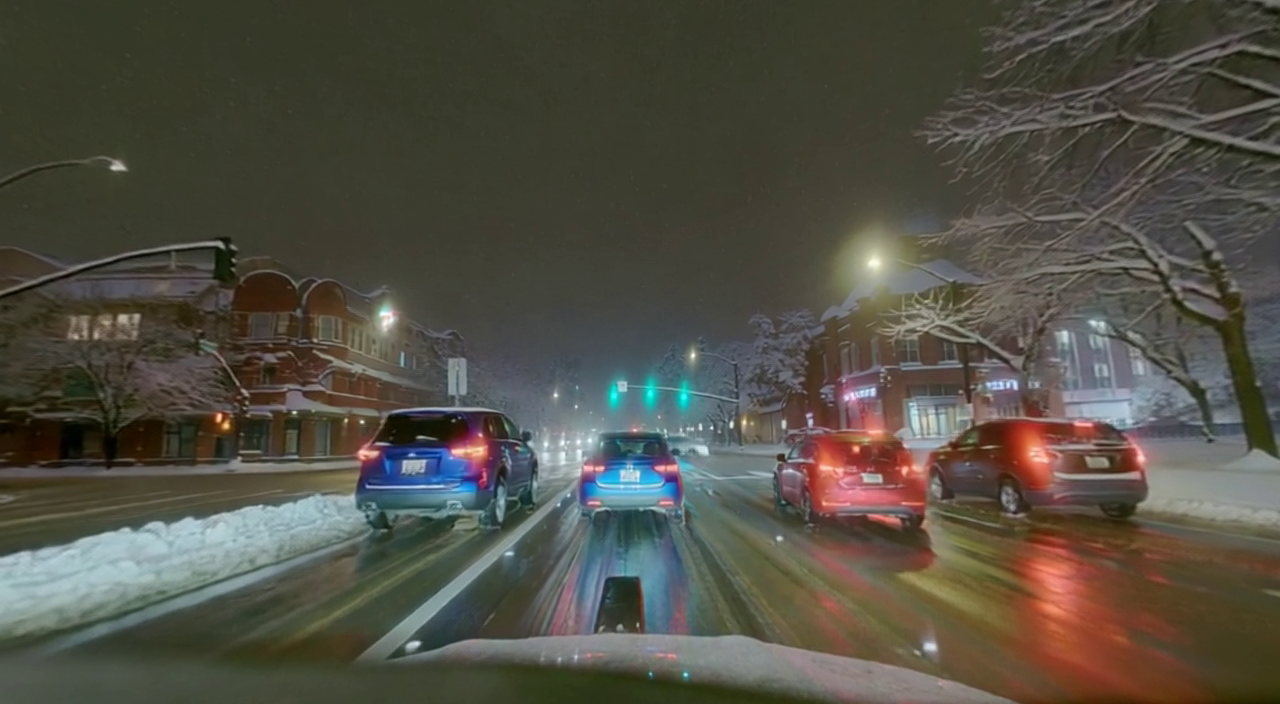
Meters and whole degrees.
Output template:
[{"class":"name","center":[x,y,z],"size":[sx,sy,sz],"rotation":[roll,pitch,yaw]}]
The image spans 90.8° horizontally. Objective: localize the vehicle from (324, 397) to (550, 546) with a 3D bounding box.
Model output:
[{"class":"vehicle","center":[-2.849,1.818,10.231],"size":[2.064,1.825,4.760],"rotation":[0,-8,0]}]

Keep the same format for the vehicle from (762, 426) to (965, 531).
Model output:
[{"class":"vehicle","center":[3.602,2.114,11.207],"size":[1.861,1.473,4.393],"rotation":[0,-8,-2]}]

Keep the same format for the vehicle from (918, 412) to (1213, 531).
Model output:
[{"class":"vehicle","center":[7.258,2.089,11.631],"size":[2.068,1.731,4.752],"rotation":[0,-8,0]}]

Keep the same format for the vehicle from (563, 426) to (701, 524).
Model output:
[{"class":"vehicle","center":[-0.147,2.168,11.693],"size":[2.097,1.480,4.006],"rotation":[0,-8,-1]}]
